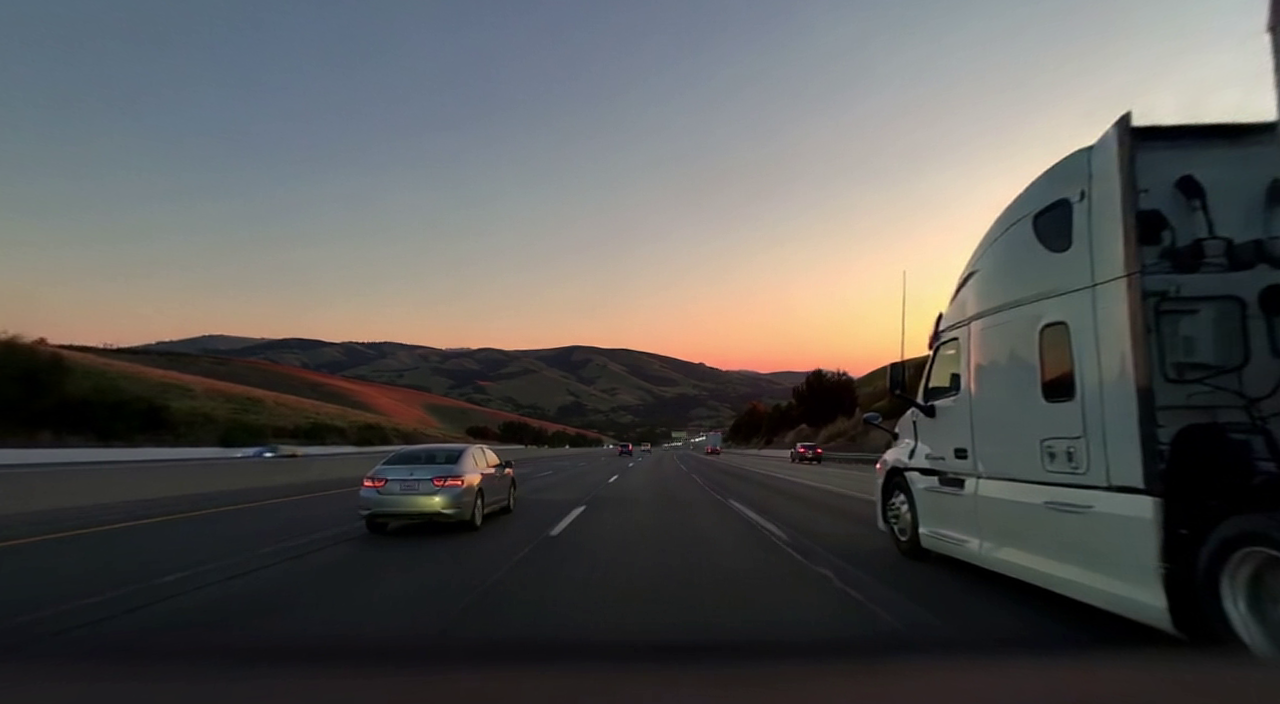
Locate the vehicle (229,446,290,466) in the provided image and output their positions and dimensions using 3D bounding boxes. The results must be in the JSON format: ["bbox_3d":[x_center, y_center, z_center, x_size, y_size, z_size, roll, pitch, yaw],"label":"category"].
[{"bbox_3d":[-28.783,7.841,47.618,1.750,1.449,4.382,0,-8,1],"label":"vehicle"}]

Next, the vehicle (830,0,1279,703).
[{"bbox_3d":[4.059,0.020,3.938,3.277,3.871,7.882,0,-9,1],"label":"vehicle"}]

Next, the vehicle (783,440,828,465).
[{"bbox_3d":[12.107,7.366,46.225,2.062,1.736,4.589,0,-8,0],"label":"vehicle"}]

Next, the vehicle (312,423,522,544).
[{"bbox_3d":[-3.369,2.060,10.446,1.967,1.615,3.886,0,-8,2],"label":"vehicle"}]
